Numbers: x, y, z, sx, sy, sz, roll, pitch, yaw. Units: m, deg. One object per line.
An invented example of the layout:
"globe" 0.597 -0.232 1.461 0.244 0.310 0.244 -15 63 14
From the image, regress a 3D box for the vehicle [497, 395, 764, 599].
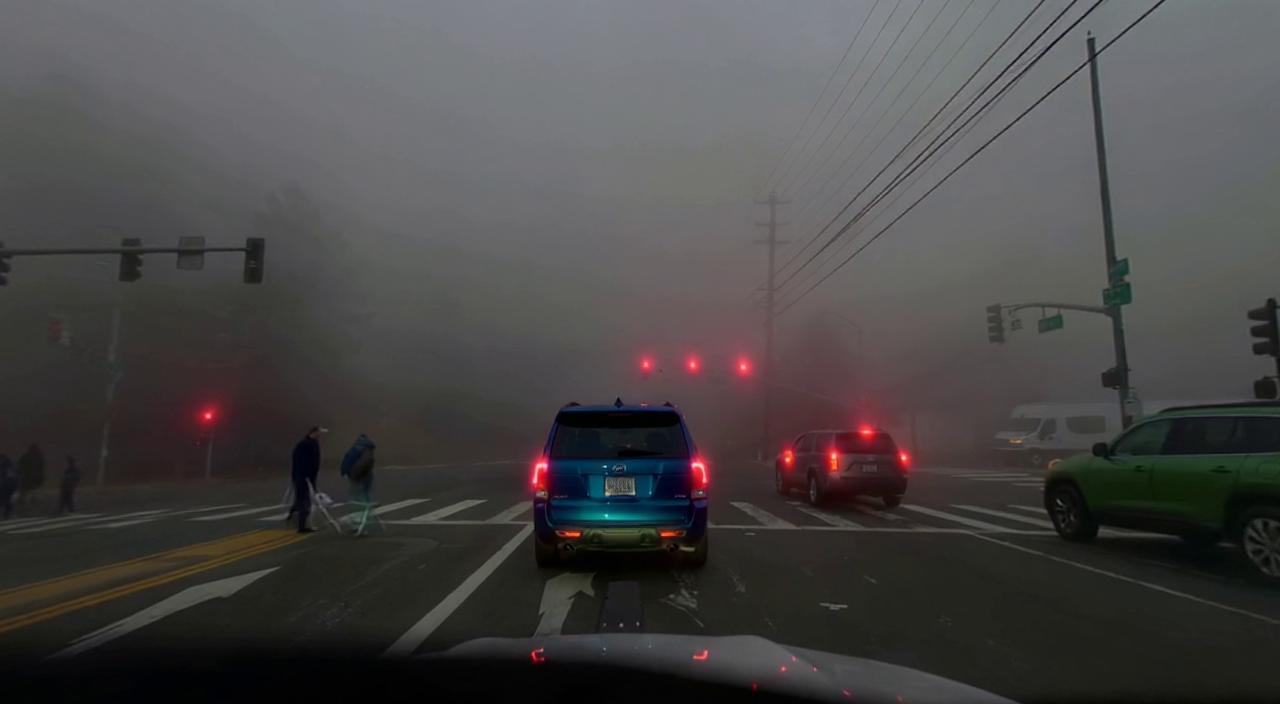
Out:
"vehicle" -0.112 1.562 7.632 2.285 1.729 4.252 0 -9 -1

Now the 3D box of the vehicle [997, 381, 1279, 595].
"vehicle" 6.575 1.439 7.239 2.119 1.827 4.806 0 -9 0
